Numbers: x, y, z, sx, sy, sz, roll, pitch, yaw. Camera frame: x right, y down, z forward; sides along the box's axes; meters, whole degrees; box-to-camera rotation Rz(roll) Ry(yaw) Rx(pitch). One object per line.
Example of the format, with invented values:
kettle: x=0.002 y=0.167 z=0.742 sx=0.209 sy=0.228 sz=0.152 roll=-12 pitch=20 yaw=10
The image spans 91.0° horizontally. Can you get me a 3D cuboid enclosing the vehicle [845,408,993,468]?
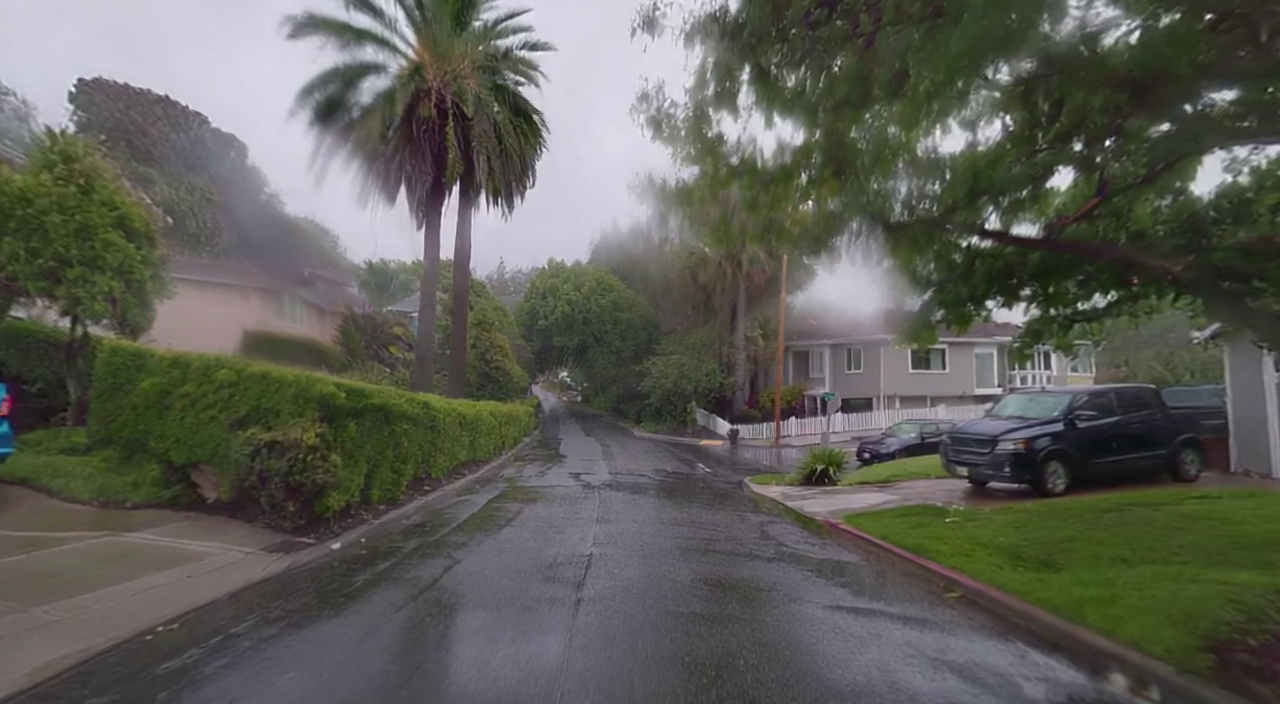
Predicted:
vehicle: x=10.223 y=3.151 z=23.186 sx=4.443 sy=1.948 sz=2.230 roll=1 pitch=-9 yaw=-17

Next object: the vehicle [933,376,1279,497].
vehicle: x=9.967 y=1.826 z=13.501 sx=6.615 sy=2.137 sz=2.578 roll=3 pitch=-9 yaw=-19

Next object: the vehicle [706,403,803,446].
vehicle: x=7.021 y=4.501 z=38.432 sx=5.663 sy=1.913 sz=2.170 roll=9 pitch=-14 yaw=-26
